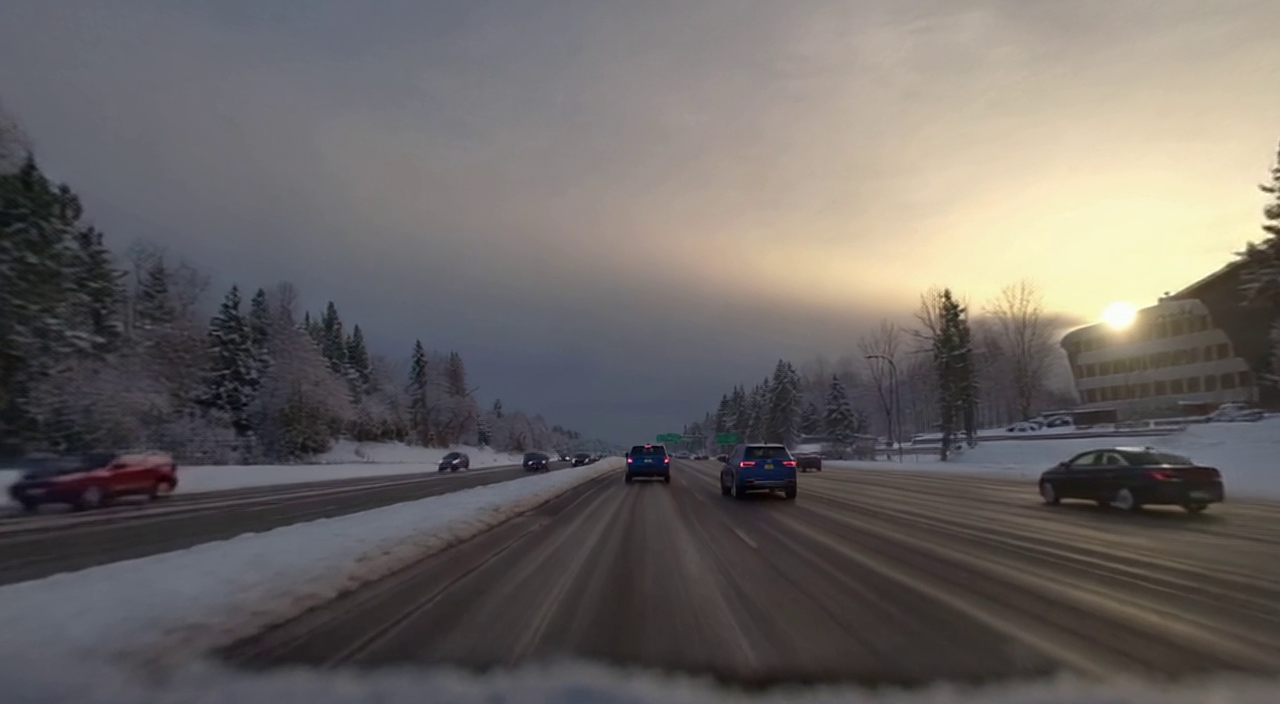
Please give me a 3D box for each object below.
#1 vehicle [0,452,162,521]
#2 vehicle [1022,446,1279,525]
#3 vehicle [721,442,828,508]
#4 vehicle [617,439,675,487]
[{"bbox_3d":[-17.885,4.000,19.490,2.003,1.754,5.307,0,-8,1],"label":"vehicle"},{"bbox_3d":[10.984,2.843,14.131,2.027,1.446,4.470,0,-8,0],"label":"vehicle"},{"bbox_3d":[3.562,3.315,17.523,2.042,1.592,4.047,0,-8,-1],"label":"vehicle"},{"bbox_3d":[0.256,4.757,27.367,2.290,1.862,4.454,0,-8,1],"label":"vehicle"}]
